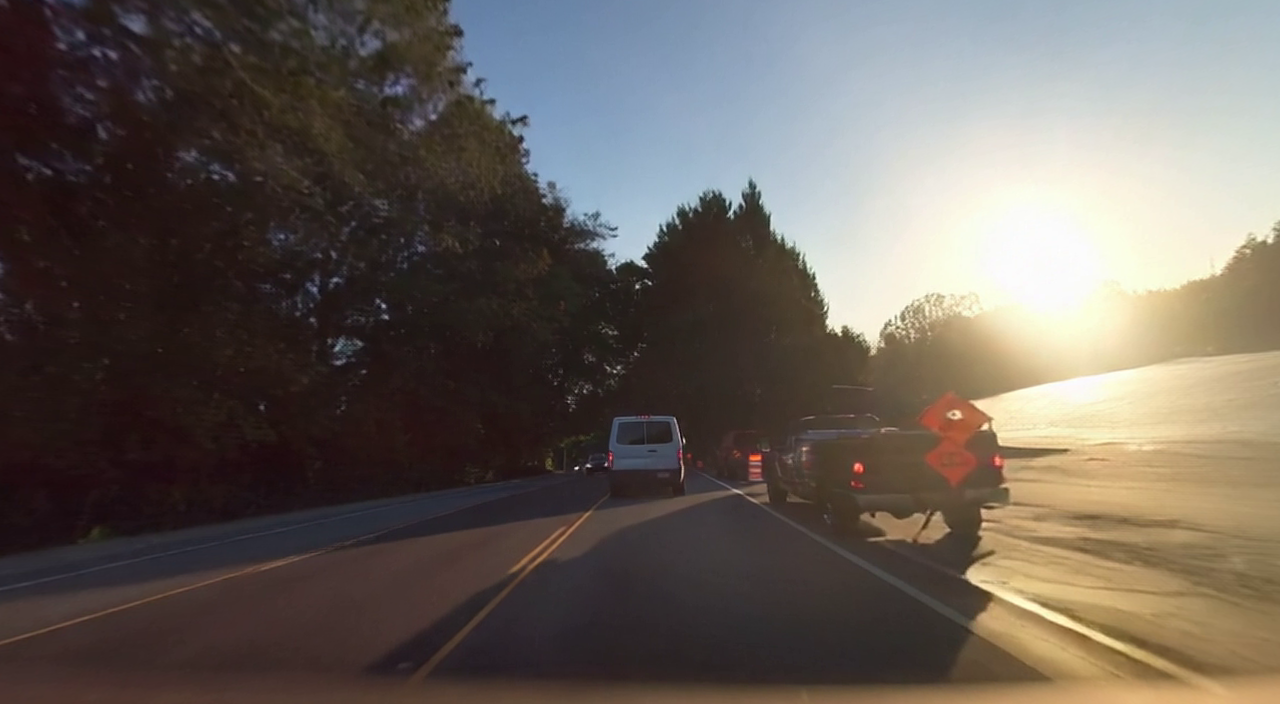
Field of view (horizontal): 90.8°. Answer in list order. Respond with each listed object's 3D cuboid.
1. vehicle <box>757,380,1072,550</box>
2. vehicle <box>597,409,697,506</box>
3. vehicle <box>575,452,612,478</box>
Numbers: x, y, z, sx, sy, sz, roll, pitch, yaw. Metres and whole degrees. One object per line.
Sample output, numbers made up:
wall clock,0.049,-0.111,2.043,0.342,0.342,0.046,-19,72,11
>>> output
vehicle,4.006,1.934,11.542,2.833,2.033,7.668,0,-9,4
vehicle,0.343,2.847,17.355,2.362,2.247,4.892,-1,-9,4
vehicle,-3.444,8.464,47.612,2.230,1.842,5.014,0,-8,1
